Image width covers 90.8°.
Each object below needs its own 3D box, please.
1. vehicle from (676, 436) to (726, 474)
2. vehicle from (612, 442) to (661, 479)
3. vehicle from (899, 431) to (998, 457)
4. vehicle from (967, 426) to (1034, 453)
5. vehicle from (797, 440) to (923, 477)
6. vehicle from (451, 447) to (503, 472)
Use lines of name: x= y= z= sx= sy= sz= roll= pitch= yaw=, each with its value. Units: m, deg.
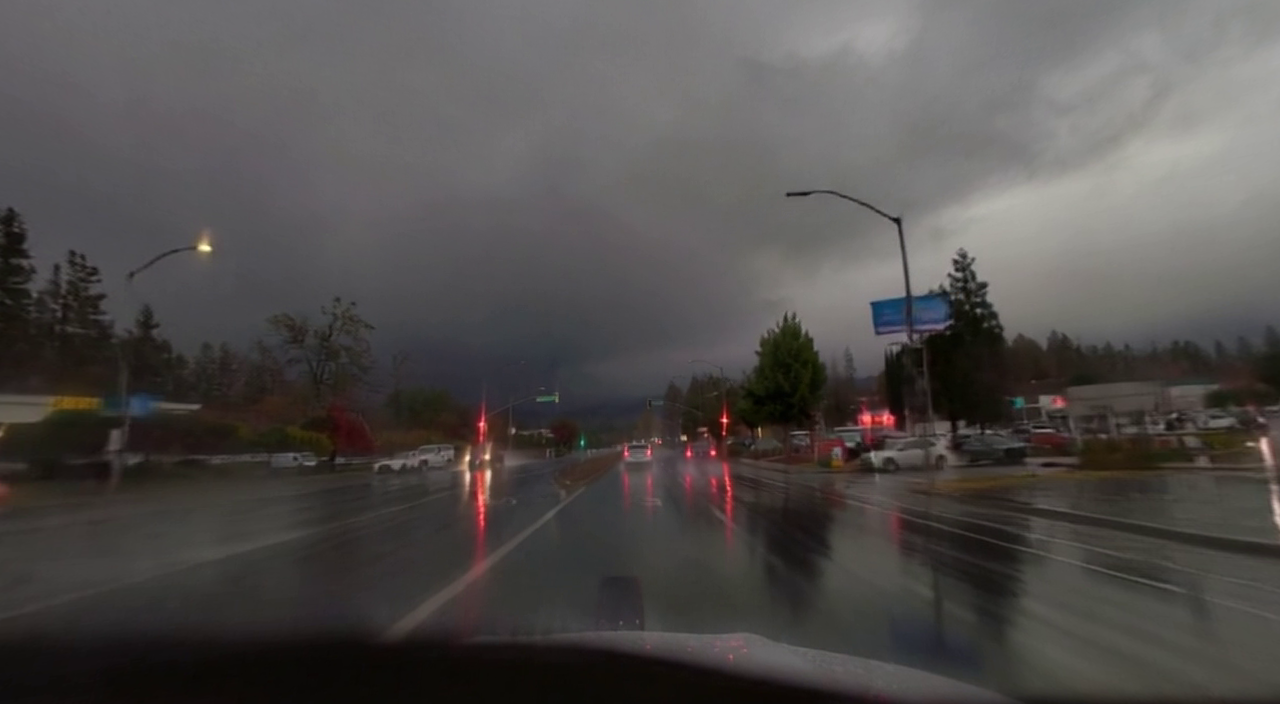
vehicle: x=3.014 y=5.225 z=32.218 sx=2.046 sy=1.768 sz=4.370 roll=0 pitch=-9 yaw=-1
vehicle: x=-0.149 y=4.624 z=27.163 sx=1.917 sy=1.418 sz=3.987 roll=0 pitch=-9 yaw=0
vehicle: x=18.183 y=5.456 z=37.407 sx=4.793 sy=1.470 sz=1.961 roll=0 pitch=-9 yaw=1
vehicle: x=23.979 y=5.840 z=42.205 sx=1.956 sy=1.626 sz=4.151 roll=1 pitch=-8 yaw=0
vehicle: x=9.302 y=4.555 z=27.062 sx=4.662 sy=1.495 sz=1.998 roll=-1 pitch=-9 yaw=5
vehicle: x=-10.129 y=6.715 z=39.561 sx=2.033 sy=1.439 sz=4.567 roll=0 pitch=-9 yaw=0
